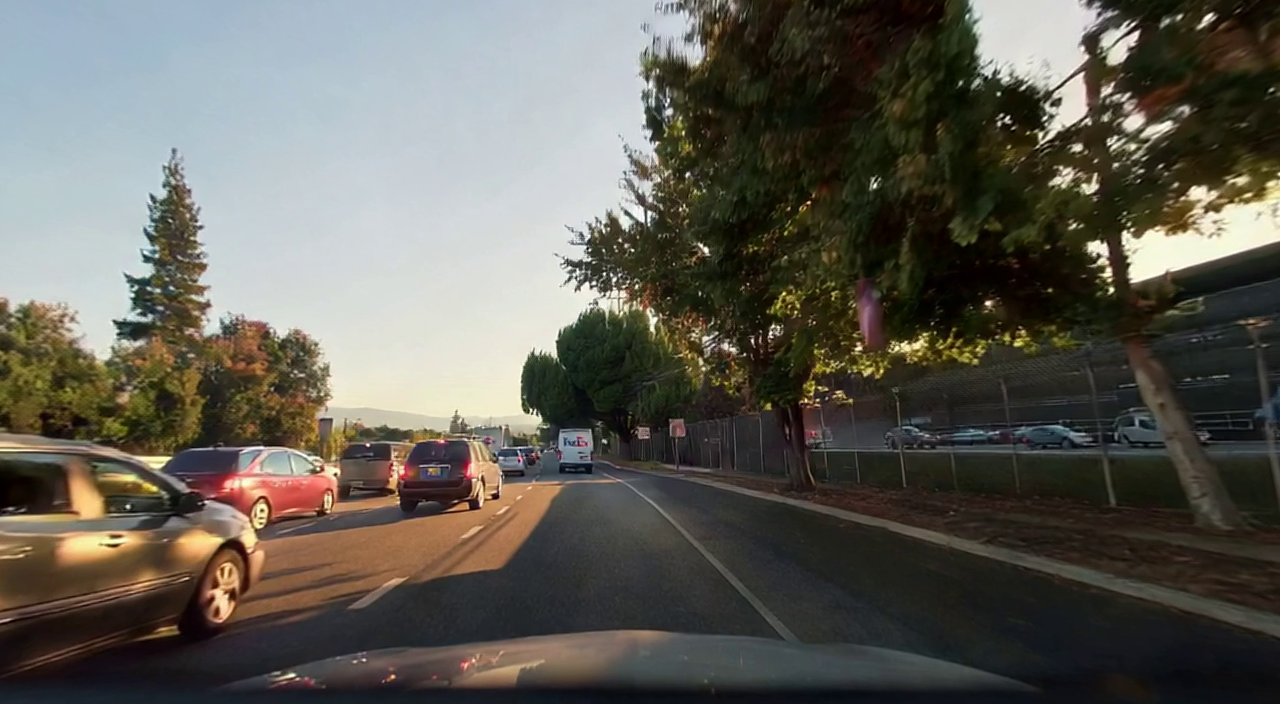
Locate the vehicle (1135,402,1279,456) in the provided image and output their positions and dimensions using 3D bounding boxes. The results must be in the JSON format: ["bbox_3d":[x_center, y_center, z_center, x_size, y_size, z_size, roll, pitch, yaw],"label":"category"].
[{"bbox_3d":[37.133,5.029,40.958,7.865,3.323,2.806,1,-8,-9],"label":"vehicle"}]

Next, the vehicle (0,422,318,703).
[{"bbox_3d":[-3.936,1.145,3.445,1.946,1.467,4.653,0,-8,-1],"label":"vehicle"}]

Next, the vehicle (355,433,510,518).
[{"bbox_3d":[-4.672,2.837,15.117,2.388,1.692,4.684,1,-8,-4],"label":"vehicle"}]

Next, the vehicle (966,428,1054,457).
[{"bbox_3d":[28.481,6.984,48.504,5.535,2.130,2.145,2,-9,-9],"label":"vehicle"}]

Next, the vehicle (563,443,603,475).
[{"bbox_3d":[-3.267,6.003,35.504,2.055,1.671,4.147,1,-9,-7],"label":"vehicle"}]
